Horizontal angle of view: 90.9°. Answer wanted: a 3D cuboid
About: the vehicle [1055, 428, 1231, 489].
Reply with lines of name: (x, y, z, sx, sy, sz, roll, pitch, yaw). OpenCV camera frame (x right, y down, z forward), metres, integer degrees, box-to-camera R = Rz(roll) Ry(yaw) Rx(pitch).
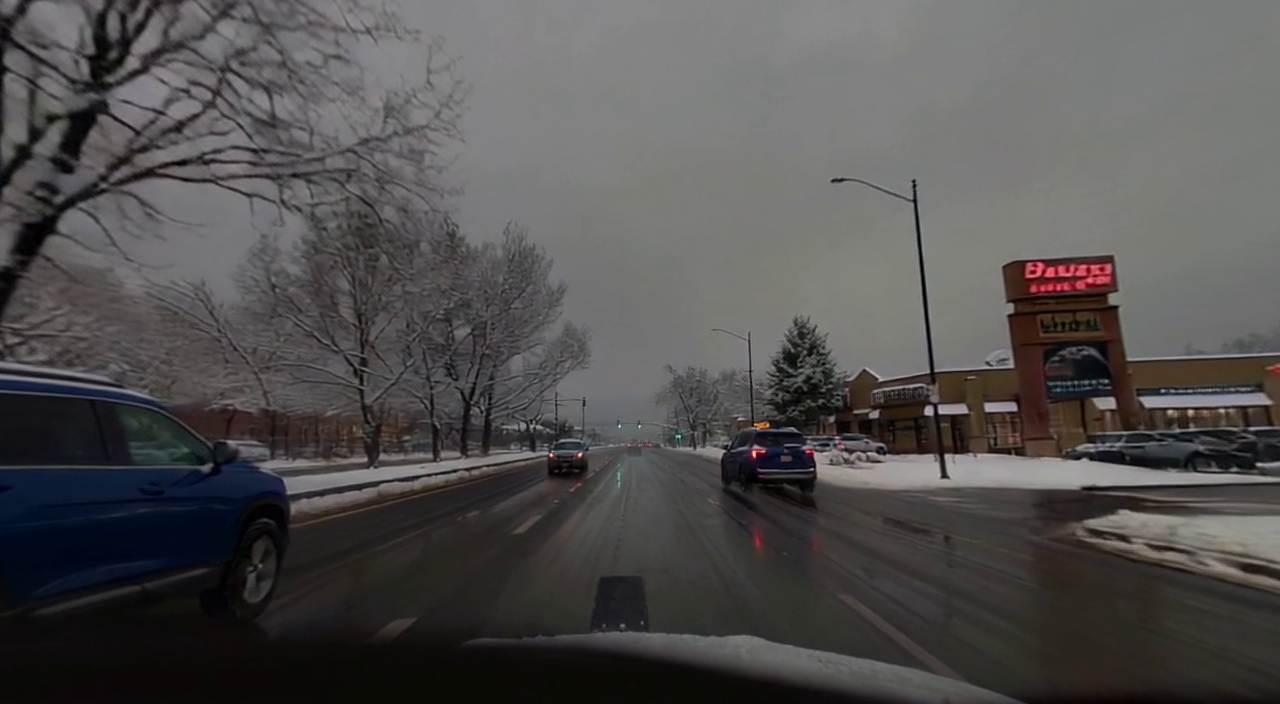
vehicle: (15.513, 3.300, 19.861, 1.897, 1.662, 4.504, 0, -8, 2)

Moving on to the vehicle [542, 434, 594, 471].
vehicle: (-3.698, 5.252, 33.107, 2.112, 1.775, 4.404, 0, -8, 1)

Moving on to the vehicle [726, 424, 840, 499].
vehicle: (3.697, 2.932, 17.214, 2.024, 1.773, 4.431, 0, -8, 0)

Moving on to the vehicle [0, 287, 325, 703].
vehicle: (-3.874, 0.724, 2.968, 2.210, 1.925, 4.838, 0, -8, 1)

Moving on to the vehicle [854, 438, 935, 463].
vehicle: (17.465, 6.770, 43.415, 4.706, 1.660, 2.077, 0, -8, 0)
